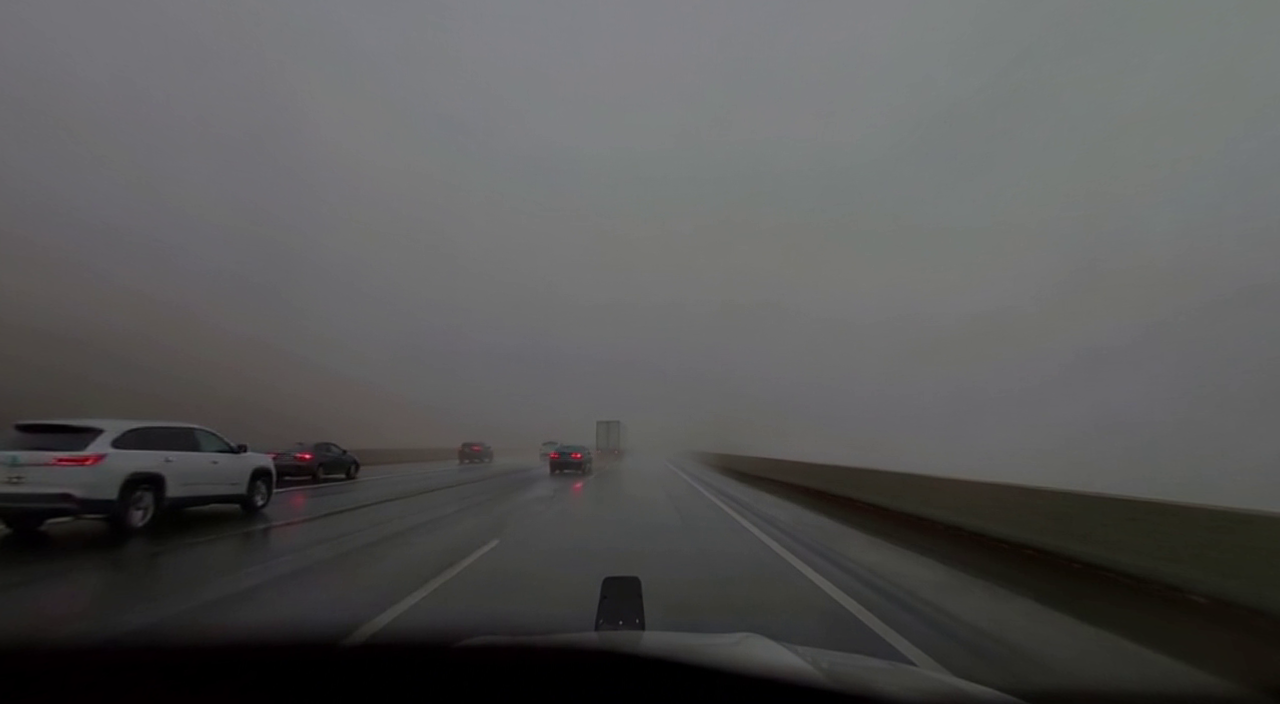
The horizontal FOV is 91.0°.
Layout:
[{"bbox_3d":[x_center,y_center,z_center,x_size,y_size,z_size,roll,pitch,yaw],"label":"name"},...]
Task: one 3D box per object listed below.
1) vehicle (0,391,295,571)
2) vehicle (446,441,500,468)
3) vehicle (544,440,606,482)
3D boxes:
[{"bbox_3d":[-7.386,1.618,8.554,2.115,1.778,5.572,0,-8,2],"label":"vehicle"},{"bbox_3d":[-10.106,6.239,38.450,2.036,1.506,4.358,0,-8,1],"label":"vehicle"},{"bbox_3d":[-2.537,4.349,25.450,1.931,1.528,4.126,0,-8,2],"label":"vehicle"}]
